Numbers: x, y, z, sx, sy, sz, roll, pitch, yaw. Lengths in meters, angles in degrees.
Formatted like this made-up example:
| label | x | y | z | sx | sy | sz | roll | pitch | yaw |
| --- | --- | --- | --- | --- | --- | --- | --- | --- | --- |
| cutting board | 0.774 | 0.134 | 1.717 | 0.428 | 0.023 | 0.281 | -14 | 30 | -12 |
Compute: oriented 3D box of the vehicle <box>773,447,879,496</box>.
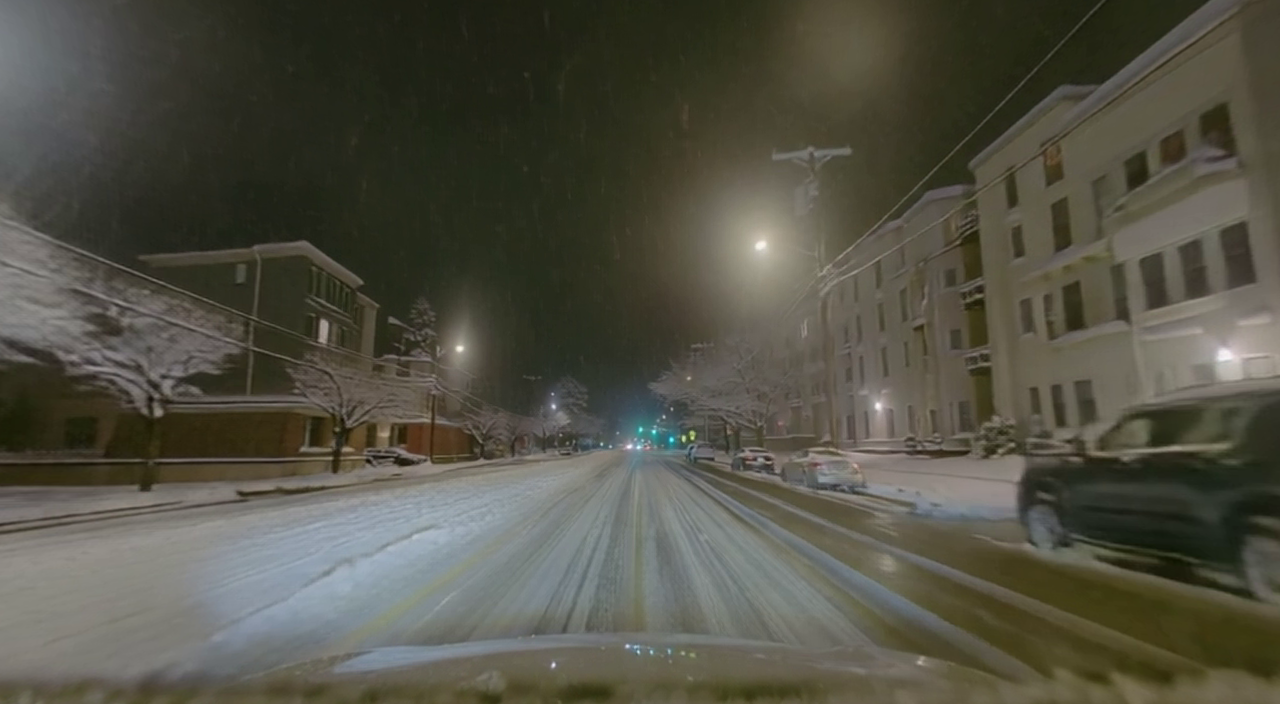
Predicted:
| label | x | y | z | sx | sy | sz | roll | pitch | yaw |
| --- | --- | --- | --- | --- | --- | --- | --- | --- | --- |
| vehicle | 6.114 | 3.967 | 21.495 | 2.013 | 1.408 | 5.011 | 0 | -9 | -1 |

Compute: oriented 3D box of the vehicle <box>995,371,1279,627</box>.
| label | x | y | z | sx | sy | sz | roll | pitch | yaw |
| --- | --- | --- | --- | --- | --- | --- | --- | --- | --- |
| vehicle | 6.354 | 1.358 | 6.269 | 2.267 | 2.037 | 6.240 | -1 | -9 | 3 |

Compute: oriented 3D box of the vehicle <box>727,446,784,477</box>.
| label | x | y | z | sx | sy | sz | roll | pitch | yaw |
| --- | --- | --- | --- | --- | --- | --- | --- | --- | --- |
| vehicle | 6.047 | 5.753 | 33.605 | 1.944 | 1.478 | 4.885 | 0 | -9 | -2 |
